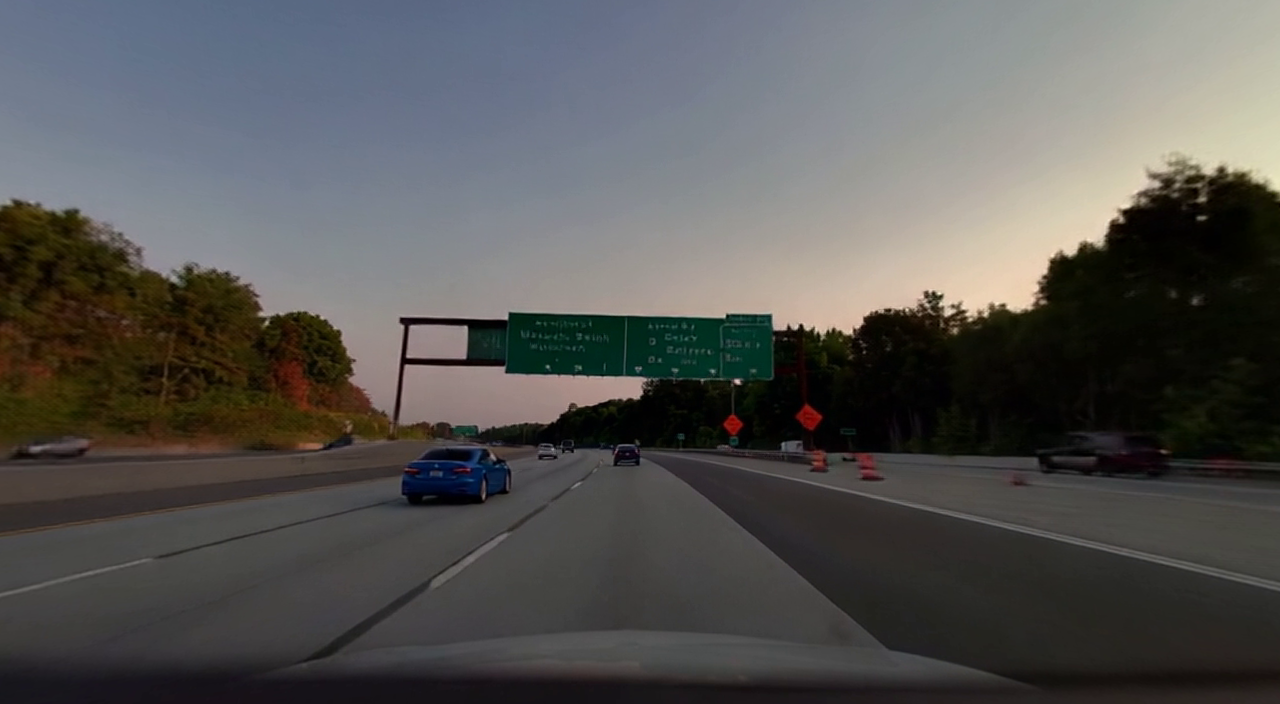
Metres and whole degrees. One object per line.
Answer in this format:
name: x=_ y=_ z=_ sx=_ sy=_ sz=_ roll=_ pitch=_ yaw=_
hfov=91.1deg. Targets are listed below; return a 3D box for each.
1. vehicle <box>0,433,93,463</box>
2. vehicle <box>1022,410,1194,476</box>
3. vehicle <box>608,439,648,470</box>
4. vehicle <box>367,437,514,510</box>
vehicle: x=-37.293 y=6.001 z=39.335 sx=2.047 sy=1.756 sz=4.811 roll=1 pitch=-8 yaw=-6
vehicle: x=21.079 y=4.185 z=28.960 sx=2.728 sy=2.610 sz=7.309 roll=-1 pitch=-8 yaw=5
vehicle: x=-0.646 y=5.283 z=32.597 sx=1.963 sy=1.462 sz=4.681 roll=0 pitch=-8 yaw=-2
vehicle: x=-4.392 y=2.735 z=14.672 sx=2.001 sy=1.415 sz=4.360 roll=0 pitch=-8 yaw=0
